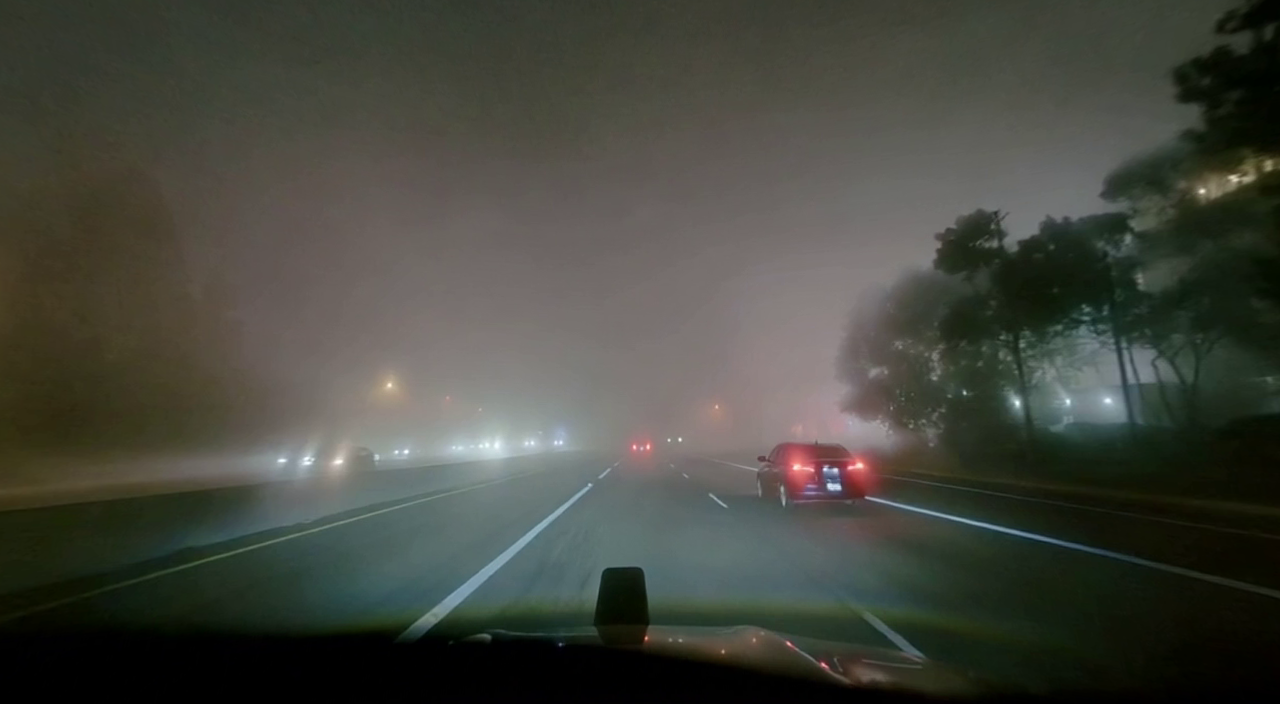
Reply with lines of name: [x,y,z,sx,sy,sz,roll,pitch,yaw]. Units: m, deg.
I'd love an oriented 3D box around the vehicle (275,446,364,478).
vehicle: [-16.309,5.575,32.381,2.187,1.484,4.485,0,-8,0]

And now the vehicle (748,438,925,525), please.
vehicle: [3.659,2.481,12.723,2.069,1.431,4.313,0,-8,-2]
